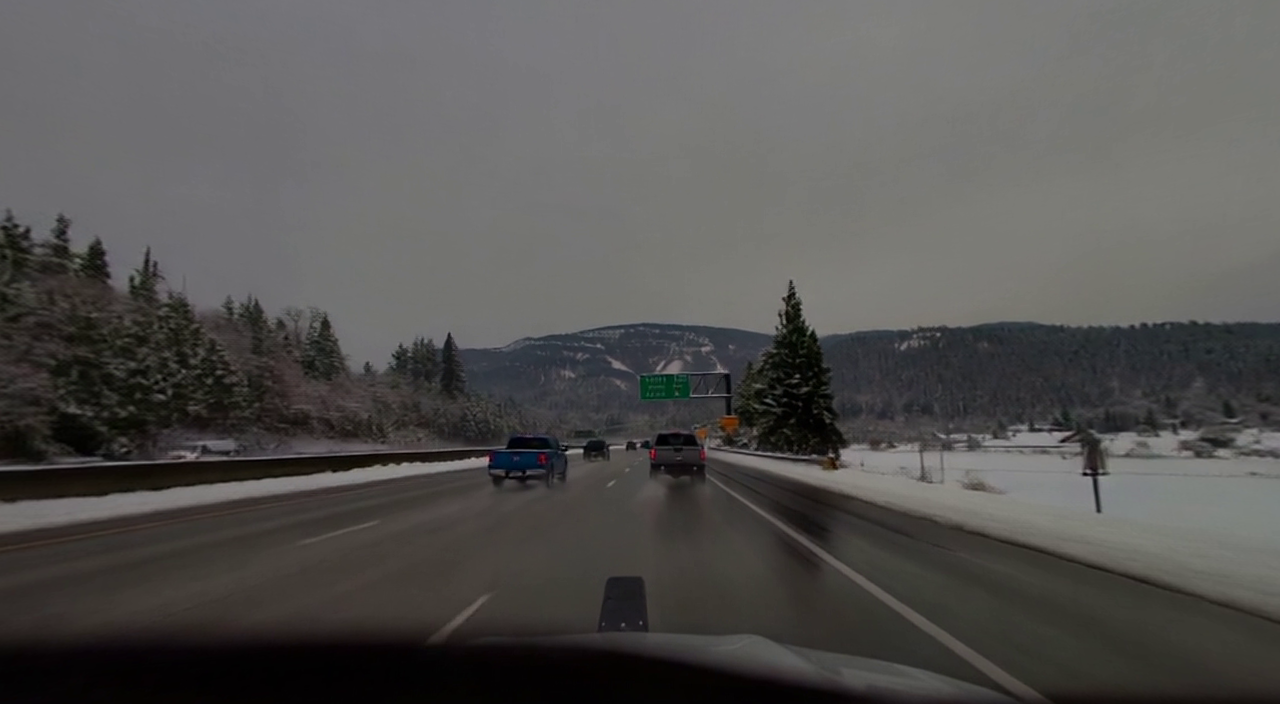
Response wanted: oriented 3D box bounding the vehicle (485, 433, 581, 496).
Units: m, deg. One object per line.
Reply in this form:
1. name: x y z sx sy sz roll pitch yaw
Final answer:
1. vehicle: -2.958 3.206 18.345 1.959 1.604 4.065 -1 -9 2

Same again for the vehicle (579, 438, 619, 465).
1. vehicle: -2.622 6.487 41.057 2.106 1.651 4.040 -1 -9 3

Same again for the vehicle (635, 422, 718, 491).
1. vehicle: 1.050 3.240 19.867 2.229 1.837 5.387 -1 -8 1
